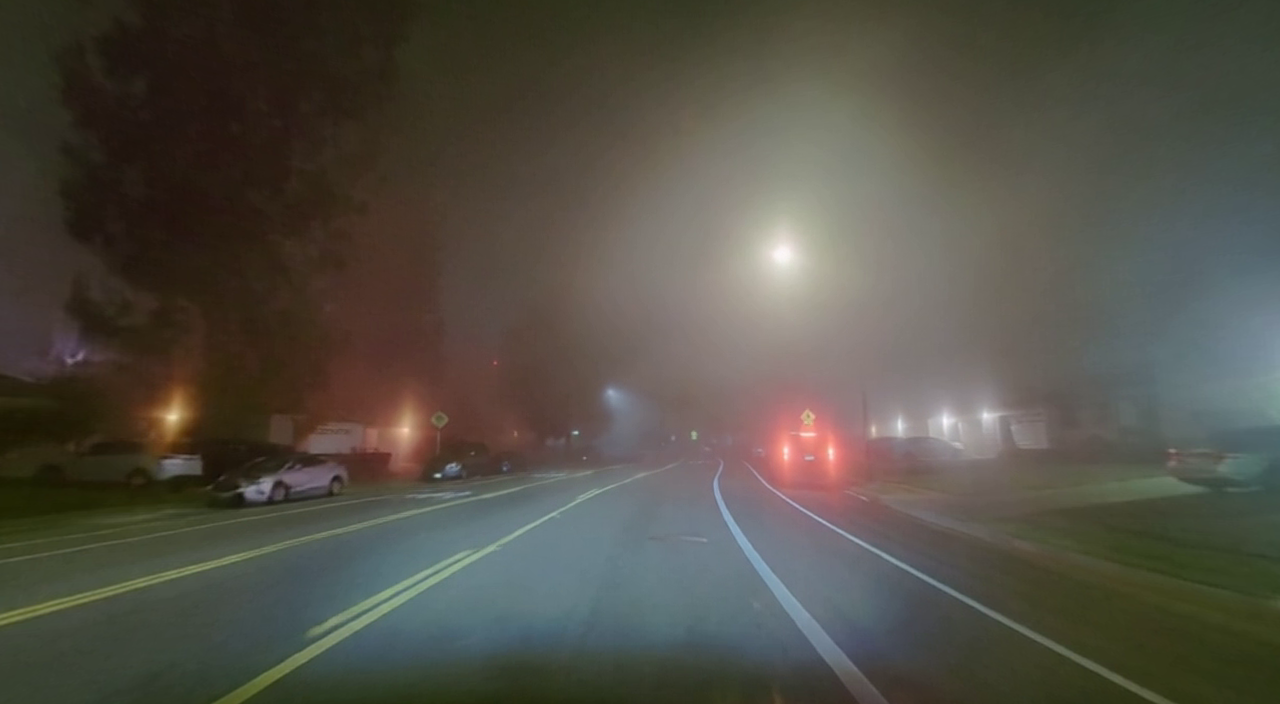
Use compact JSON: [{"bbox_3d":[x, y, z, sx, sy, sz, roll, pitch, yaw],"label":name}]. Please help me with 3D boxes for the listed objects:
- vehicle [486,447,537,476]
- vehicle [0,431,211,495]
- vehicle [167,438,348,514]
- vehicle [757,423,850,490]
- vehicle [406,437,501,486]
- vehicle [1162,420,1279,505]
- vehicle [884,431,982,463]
[{"bbox_3d":[-7.854,6.706,38.866,1.967,1.488,4.216,-6,-9,3],"label":"vehicle"},{"bbox_3d":[-17.276,3.551,20.443,5.192,1.915,2.200,-1,-8,6],"label":"vehicle"},{"bbox_3d":[-10.710,3.475,18.162,2.105,1.776,4.657,-4,-9,4],"label":"vehicle"},{"bbox_3d":[5.949,3.890,23.868,2.574,2.156,6.672,-2,-8,8],"label":"vehicle"},{"bbox_3d":[-8.980,5.319,30.912,2.450,1.998,5.367,-6,-9,7],"label":"vehicle"},{"bbox_3d":[13.744,2.119,12.420,4.810,1.550,2.018,-2,-8,9],"label":"vehicle"},{"bbox_3d":[16.827,5.498,36.408,4.637,1.661,2.158,-3,-8,11],"label":"vehicle"}]
